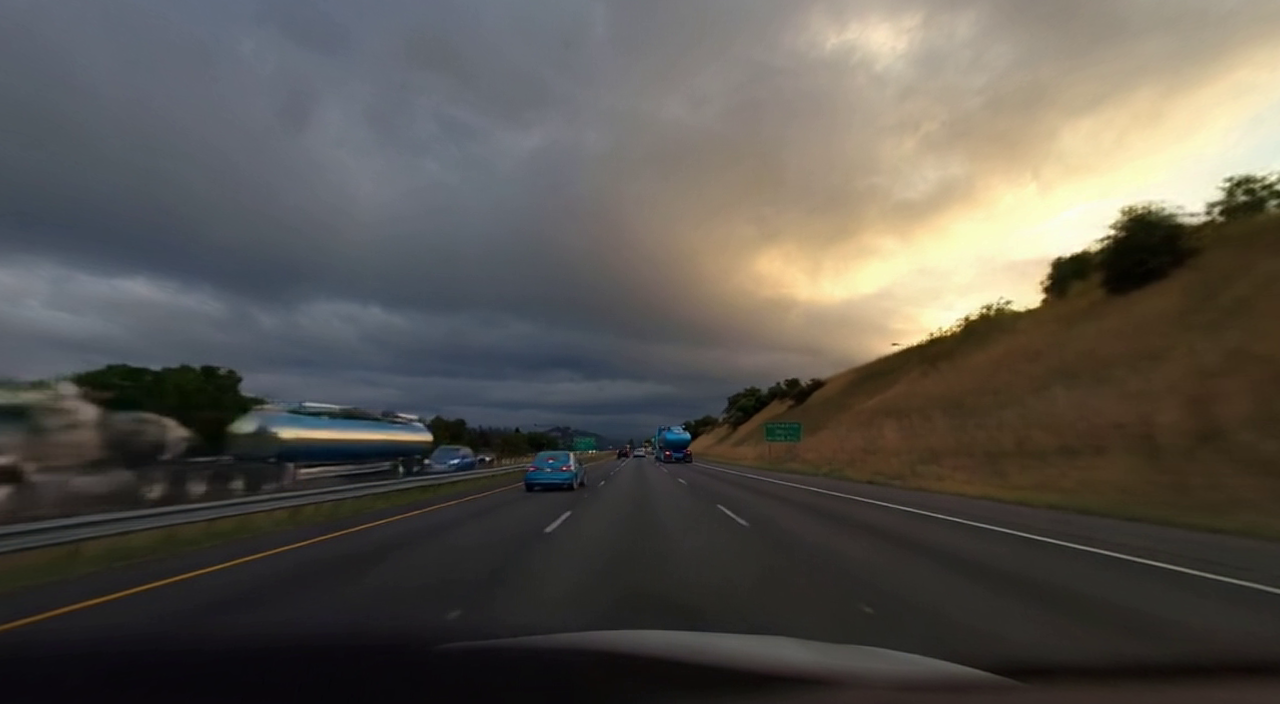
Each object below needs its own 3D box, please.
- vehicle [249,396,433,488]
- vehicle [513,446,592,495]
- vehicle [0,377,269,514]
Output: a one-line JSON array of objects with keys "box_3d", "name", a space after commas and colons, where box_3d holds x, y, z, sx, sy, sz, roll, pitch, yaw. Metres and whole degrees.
[{"box_3d": [-15.113, 4.931, 34.193, 2.910, 3.869, 14.755, 0, -9, -1], "name": "vehicle"}, {"box_3d": [-2.850, 3.969, 21.503, 2.013, 1.498, 3.908, -1, -9, 2], "name": "vehicle"}, {"box_3d": [-19.678, 3.634, 24.232, 2.862, 3.843, 13.487, 0, -9, -1], "name": "vehicle"}]
